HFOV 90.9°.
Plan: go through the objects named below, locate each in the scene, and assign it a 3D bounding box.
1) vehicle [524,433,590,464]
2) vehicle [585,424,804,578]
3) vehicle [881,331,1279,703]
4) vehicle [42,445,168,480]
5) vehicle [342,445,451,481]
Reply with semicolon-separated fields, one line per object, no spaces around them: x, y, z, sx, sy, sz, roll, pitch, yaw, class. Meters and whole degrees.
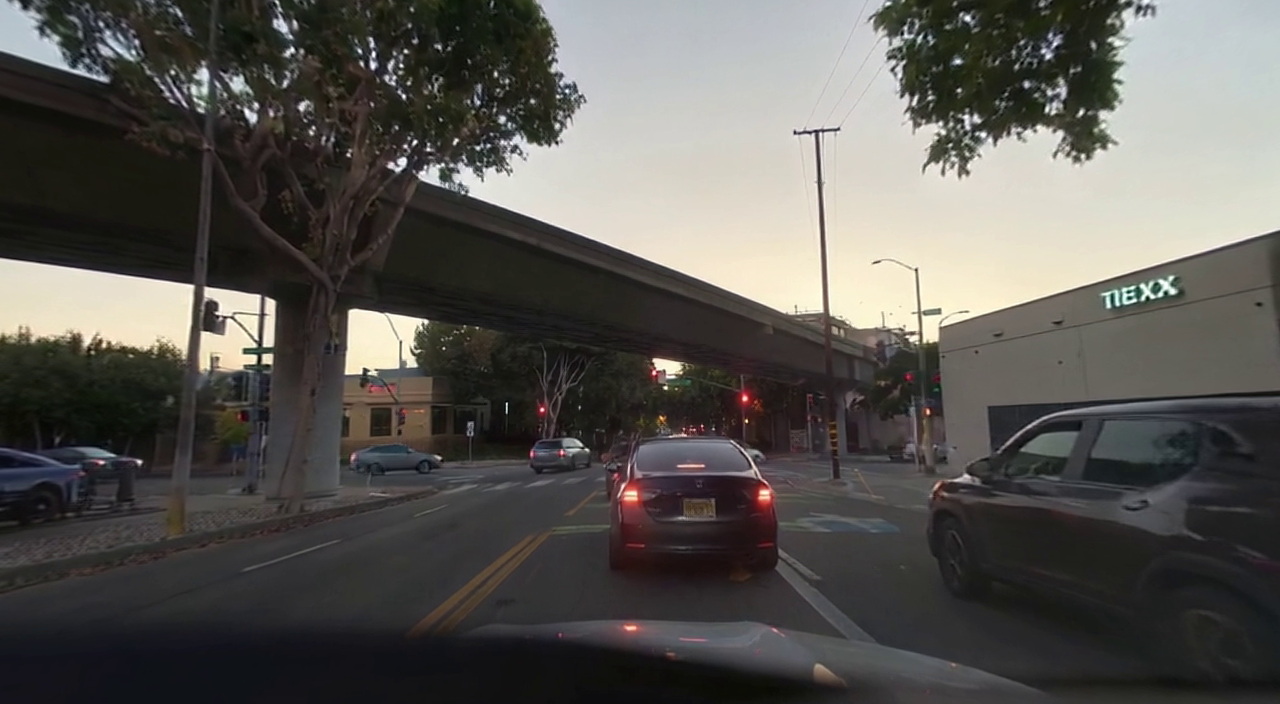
-5.389;6.417;42.062;2.322;1.916;5.640;-3;-9;16;vehicle
0.544;1.749;8.244;2.101;1.467;4.210;0;-8;1;vehicle
3.578;1.087;4.342;2.062;1.781;4.488;0;-8;1;vehicle
-26.741;5.529;31.652;4.474;1.673;2.010;0;-8;1;vehicle
-10.911;4.953;28.568;1.873;1.462;4.283;-5;-10;30;vehicle
